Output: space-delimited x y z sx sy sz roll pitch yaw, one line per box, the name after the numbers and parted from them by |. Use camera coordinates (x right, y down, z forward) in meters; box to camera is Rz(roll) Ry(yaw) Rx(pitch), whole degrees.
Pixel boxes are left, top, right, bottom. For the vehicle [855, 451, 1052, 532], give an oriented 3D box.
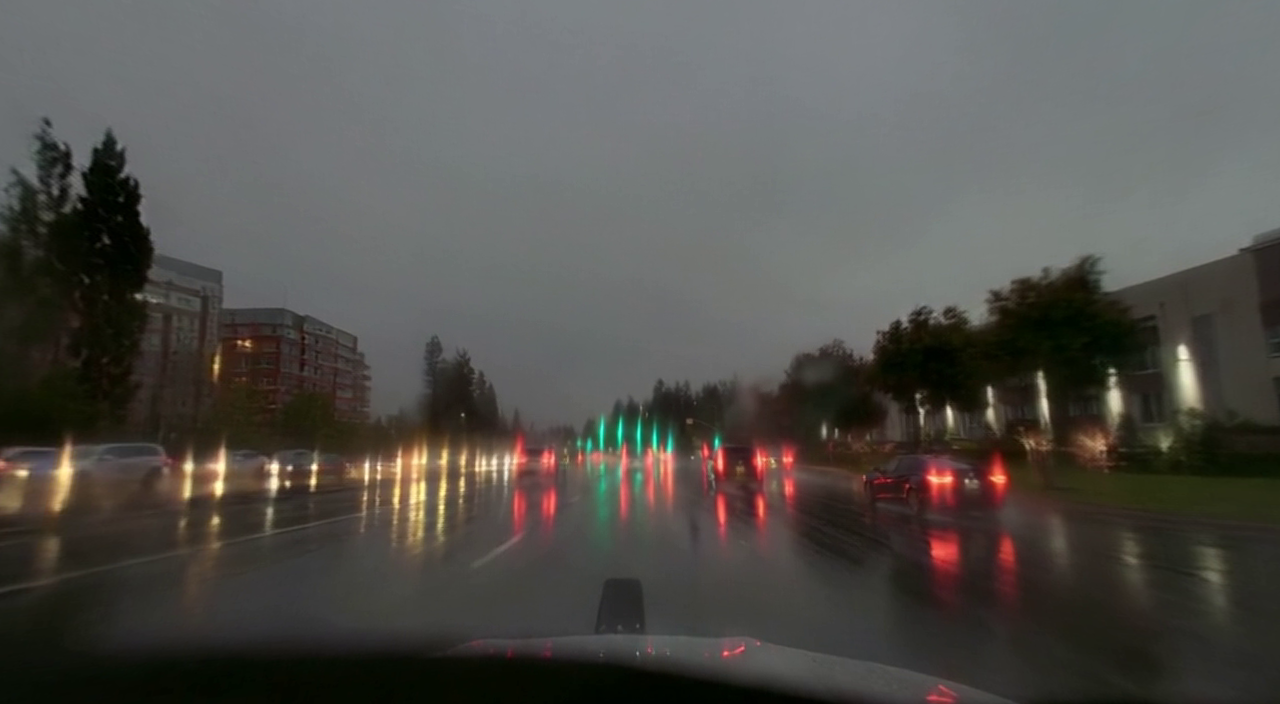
6.486 2.887 13.734 1.945 1.408 4.288 0 -8 -2 | vehicle

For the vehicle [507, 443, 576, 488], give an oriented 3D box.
-3.953 4.635 26.183 2.172 1.671 4.175 0 -8 0 | vehicle

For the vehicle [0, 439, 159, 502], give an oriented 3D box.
-19.110 3.873 21.190 2.062 1.840 4.951 0 -8 -1 | vehicle

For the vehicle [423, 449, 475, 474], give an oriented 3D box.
-12.581 7.223 41.961 2.043 1.571 4.946 0 -8 -2 | vehicle

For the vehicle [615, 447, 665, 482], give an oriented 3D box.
-0.029 5.212 29.606 2.155 1.486 4.403 0 -8 -1 | vehicle

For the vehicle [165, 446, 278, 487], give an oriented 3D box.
-19.063 5.202 29.082 2.186 1.676 4.444 0 -8 -1 | vehicle

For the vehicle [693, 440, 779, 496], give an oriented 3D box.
3.130 3.888 21.612 2.161 1.716 4.194 0 -8 -2 | vehicle
